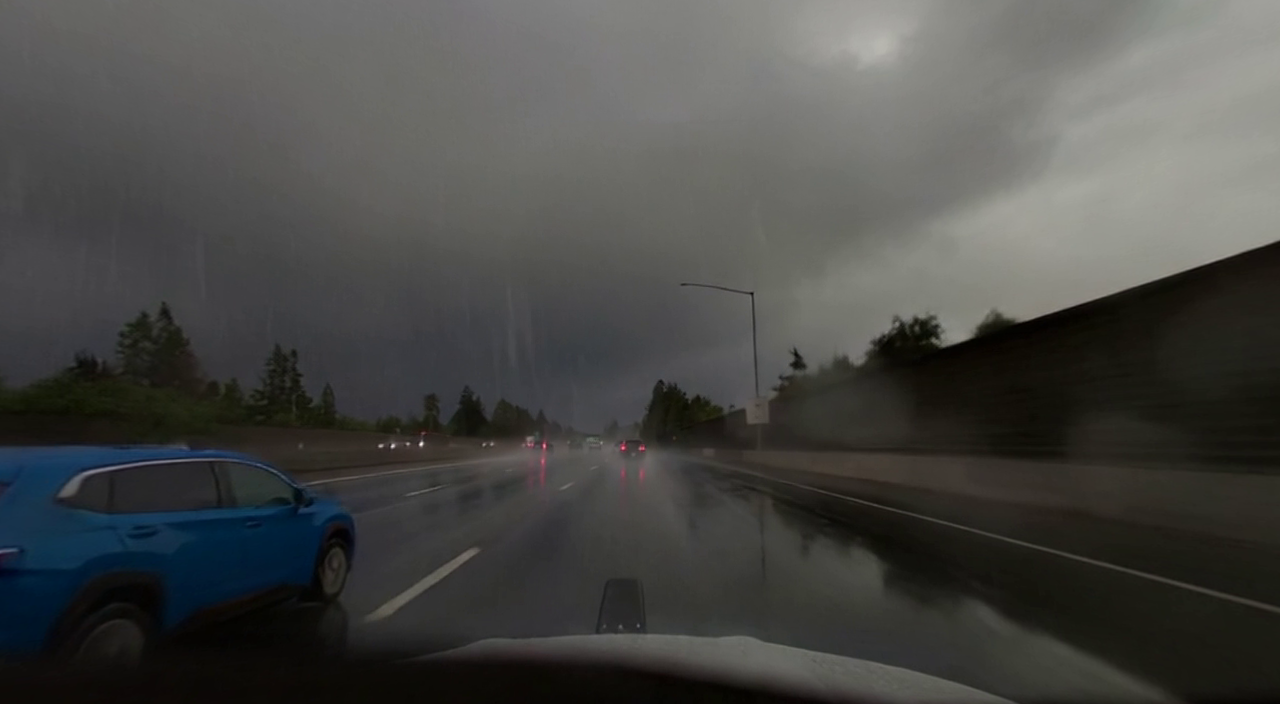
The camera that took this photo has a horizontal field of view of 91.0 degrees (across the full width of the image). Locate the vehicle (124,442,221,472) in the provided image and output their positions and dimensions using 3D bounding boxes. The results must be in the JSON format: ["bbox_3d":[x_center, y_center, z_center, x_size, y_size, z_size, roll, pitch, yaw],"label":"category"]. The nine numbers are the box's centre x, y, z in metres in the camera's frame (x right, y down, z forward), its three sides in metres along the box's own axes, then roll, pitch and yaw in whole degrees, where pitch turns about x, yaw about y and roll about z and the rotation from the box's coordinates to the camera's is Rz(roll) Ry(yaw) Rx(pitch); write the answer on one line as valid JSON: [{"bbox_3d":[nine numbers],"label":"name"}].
[{"bbox_3d":[-25.266,5.667,34.279,1.822,1.531,4.471,0,-8,0],"label":"vehicle"}]

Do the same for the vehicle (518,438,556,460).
[{"bbox_3d":[-7.506,7.169,46.439,2.019,1.523,4.396,0,-8,1],"label":"vehicle"}]

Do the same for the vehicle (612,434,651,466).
[{"bbox_3d":[-0.469,5.665,36.423,2.141,1.706,4.065,0,-8,0],"label":"vehicle"}]
